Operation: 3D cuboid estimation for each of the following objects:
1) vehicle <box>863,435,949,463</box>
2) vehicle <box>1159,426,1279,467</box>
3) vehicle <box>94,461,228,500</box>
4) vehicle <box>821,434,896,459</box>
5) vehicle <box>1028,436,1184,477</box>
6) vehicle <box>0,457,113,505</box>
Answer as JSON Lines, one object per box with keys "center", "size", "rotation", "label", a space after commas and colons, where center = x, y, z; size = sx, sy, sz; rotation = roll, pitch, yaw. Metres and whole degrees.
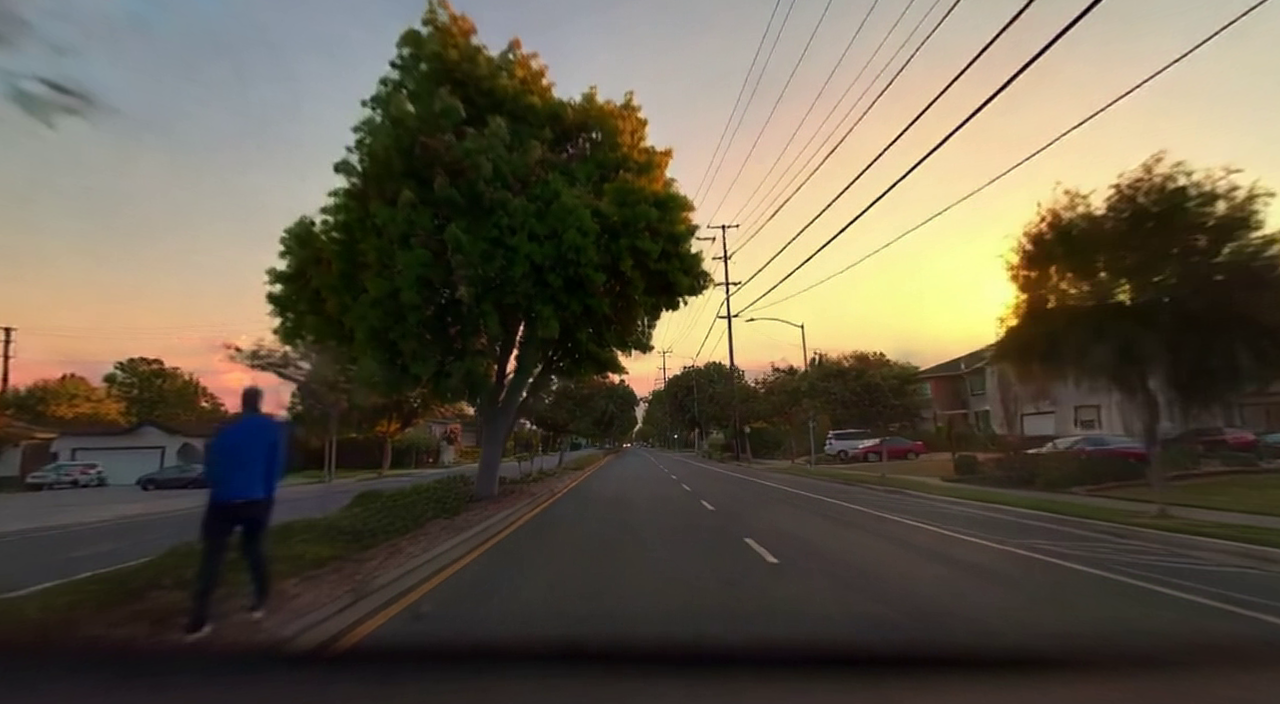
{"center": [16.998, 6.218, 40.566], "size": [4.560, 1.725, 2.096], "rotation": [0, -9, -3], "label": "vehicle"}
{"center": [31.226, 4.949, 33.171], "size": [2.206, 1.971, 5.600], "rotation": [3, -9, -21], "label": "vehicle"}
{"center": [-21.844, 5.904, 29.028], "size": [4.354, 1.450, 2.043], "rotation": [-1, -11, -11], "label": "vehicle"}
{"center": [16.607, 7.185, 48.161], "size": [4.833, 1.786, 2.136], "rotation": [0, -8, -2], "label": "vehicle"}
{"center": [17.515, 3.941, 23.927], "size": [4.246, 1.427, 2.055], "rotation": [0, -9, 0], "label": "vehicle"}
{"center": [-27.080, 5.786, 28.504], "size": [4.690, 1.966, 1.970], "rotation": [0, -9, -2], "label": "vehicle"}
